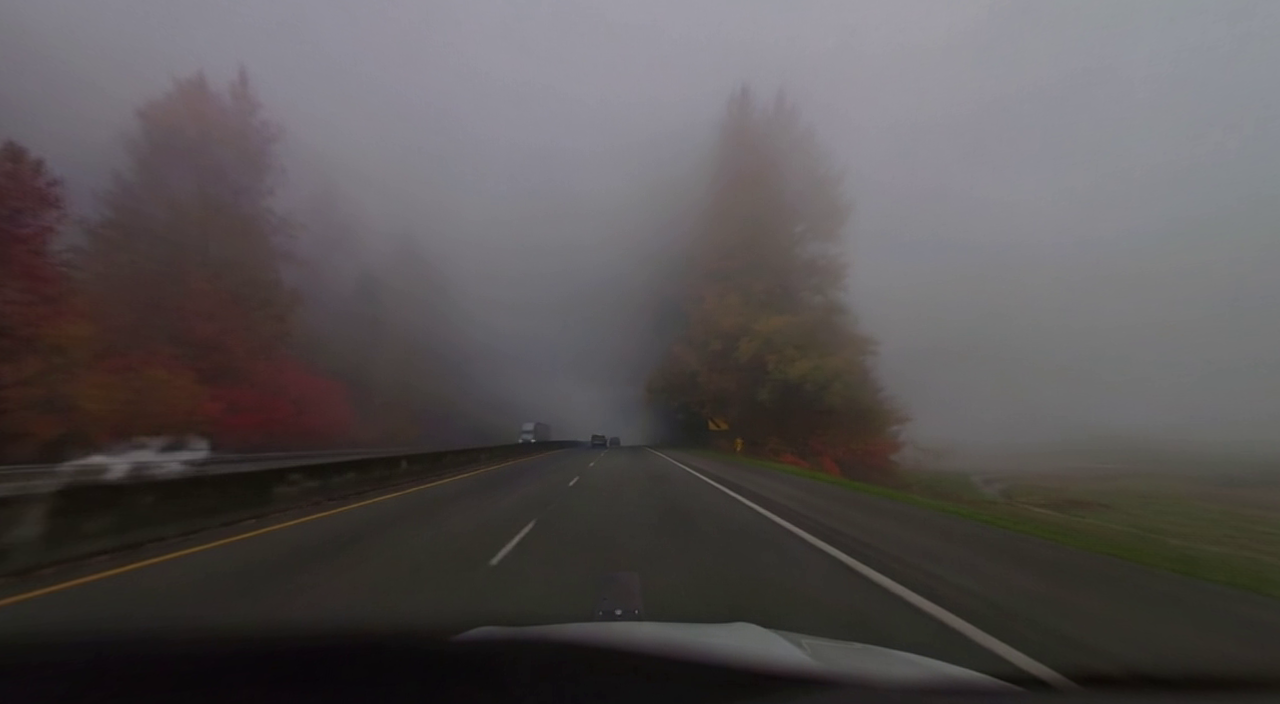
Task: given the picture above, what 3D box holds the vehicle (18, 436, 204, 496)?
[{"bbox_3d":[-14.931,3.192,18.113,1.836,1.507,4.073,0,-8,-1],"label":"vehicle"}]
